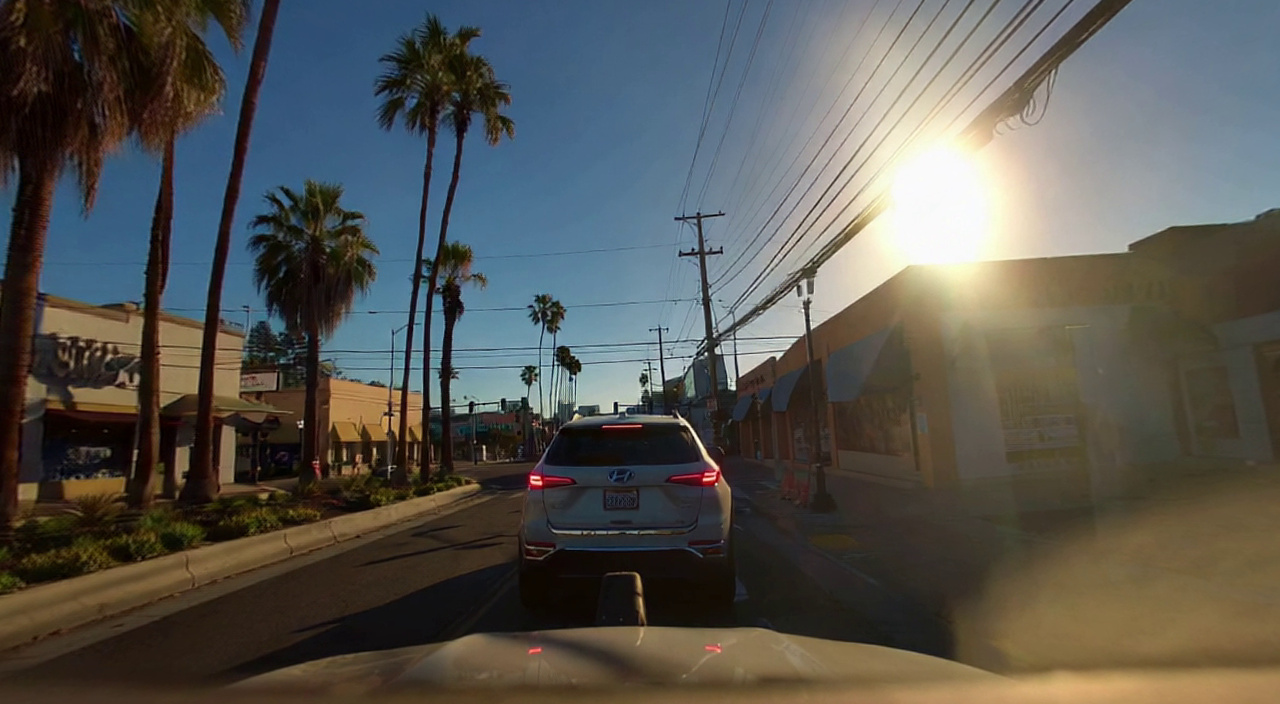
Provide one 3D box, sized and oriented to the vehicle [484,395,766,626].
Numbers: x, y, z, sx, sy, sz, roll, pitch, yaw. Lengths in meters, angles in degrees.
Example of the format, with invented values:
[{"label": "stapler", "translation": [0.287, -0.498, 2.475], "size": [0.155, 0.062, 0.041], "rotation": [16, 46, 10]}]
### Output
[{"label": "vehicle", "translation": [-0.196, 1.455, 6.684], "size": [2.105, 1.702, 3.750], "rotation": [0, -8, -3]}]
